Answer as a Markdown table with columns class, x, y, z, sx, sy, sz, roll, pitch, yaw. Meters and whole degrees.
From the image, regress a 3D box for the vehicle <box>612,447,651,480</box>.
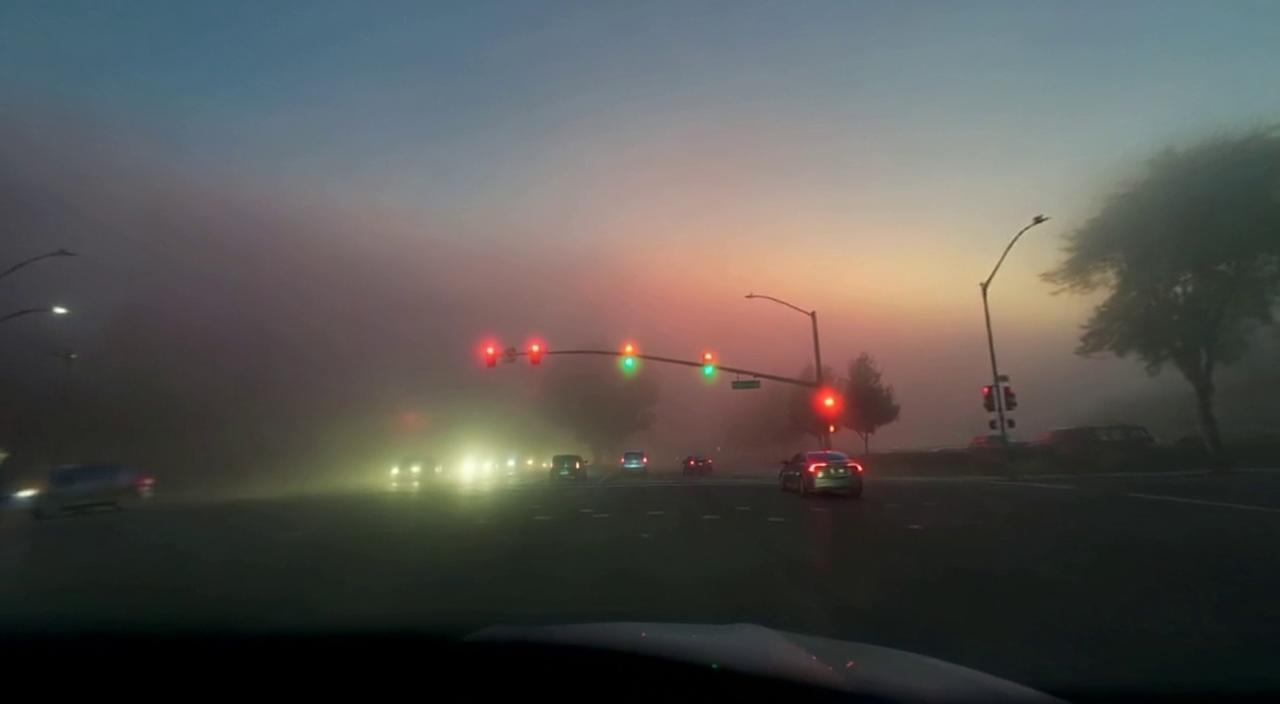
| class | x | y | z | sx | sy | sz | roll | pitch | yaw |
| --- | --- | --- | --- | --- | --- | --- | --- | --- | --- |
| vehicle | -0.432 | 6.185 | 35.301 | 2.008 | 1.716 | 4.125 | 0 | -9 | 0 |

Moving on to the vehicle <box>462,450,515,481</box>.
| class | x | y | z | sx | sy | sz | roll | pitch | yaw |
| --- | --- | --- | --- | --- | --- | --- | --- | --- | --- |
| vehicle | -8.993 | 6.709 | 37.735 | 1.929 | 1.492 | 4.430 | -5 | -8 | 1 |

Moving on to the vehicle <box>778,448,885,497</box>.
| class | x | y | z | sx | sy | sz | roll | pitch | yaw |
| --- | --- | --- | --- | --- | --- | --- | --- | --- | --- |
| vehicle | 6.201 | 3.941 | 21.112 | 2.028 | 1.451 | 4.625 | 0 | -9 | -2 |

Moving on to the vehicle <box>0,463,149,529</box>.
| class | x | y | z | sx | sy | sz | roll | pitch | yaw |
| --- | --- | --- | --- | --- | --- | --- | --- | --- | --- |
| vehicle | -15.836 | 3.760 | 16.962 | 1.893 | 1.429 | 4.188 | 0 | -9 | 1 |

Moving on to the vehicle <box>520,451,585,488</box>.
| class | x | y | z | sx | sy | sz | roll | pitch | yaw |
| --- | --- | --- | --- | --- | --- | --- | --- | --- | --- |
| vehicle | -3.737 | 5.115 | 27.818 | 2.163 | 1.474 | 4.413 | 0 | -9 | 1 |

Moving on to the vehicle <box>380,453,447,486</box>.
| class | x | y | z | sx | sy | sz | roll | pitch | yaw |
| --- | --- | --- | --- | --- | --- | --- | --- | --- | --- |
| vehicle | -12.194 | 6.336 | 34.309 | 1.975 | 1.450 | 4.561 | -5 | -9 | -1 |

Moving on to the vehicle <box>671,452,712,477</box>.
| class | x | y | z | sx | sy | sz | roll | pitch | yaw |
| --- | --- | --- | --- | --- | --- | --- | --- | --- | --- |
| vehicle | 3.048 | 6.825 | 38.477 | 2.014 | 1.430 | 4.103 | 0 | -9 | -2 |
